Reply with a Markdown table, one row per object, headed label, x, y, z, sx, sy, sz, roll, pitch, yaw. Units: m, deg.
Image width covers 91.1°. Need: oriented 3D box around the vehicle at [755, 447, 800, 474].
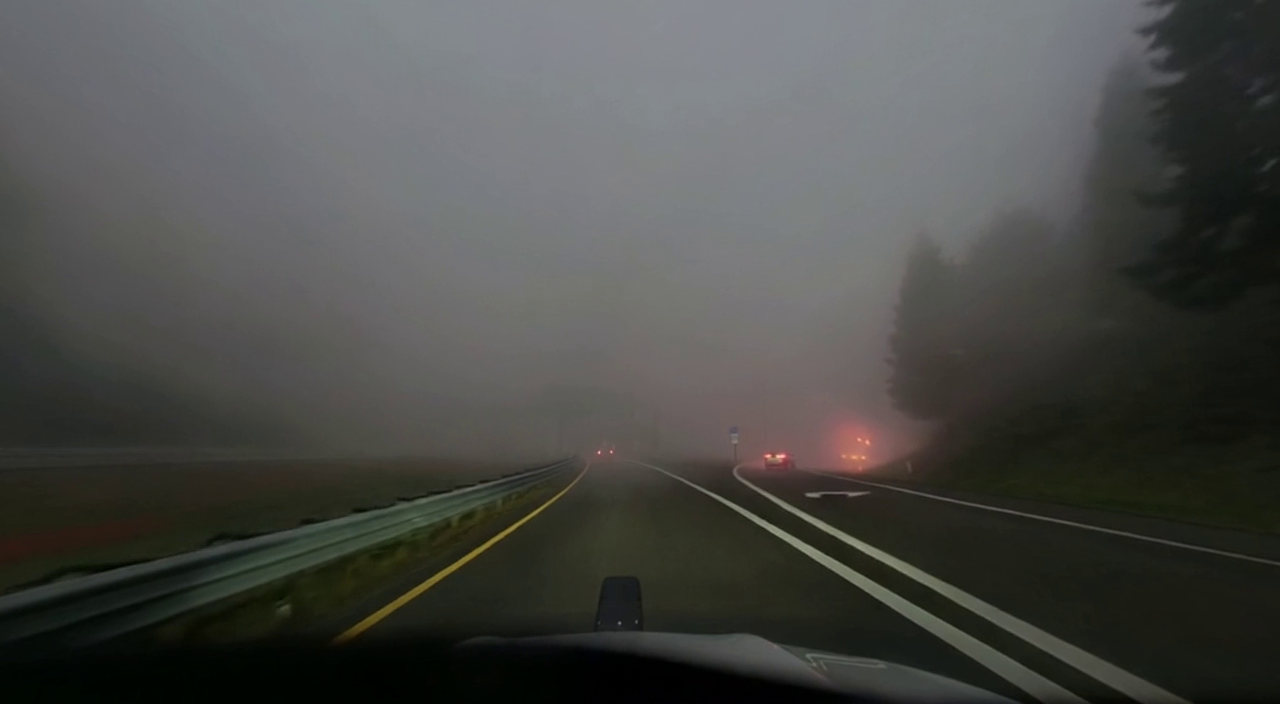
| label | x | y | z | sx | sy | sz | roll | pitch | yaw |
| --- | --- | --- | --- | --- | --- | --- | --- | --- | --- |
| vehicle | 7.896 | 6.271 | 36.422 | 2.129 | 1.444 | 3.649 | -2 | -9 | 7 |
